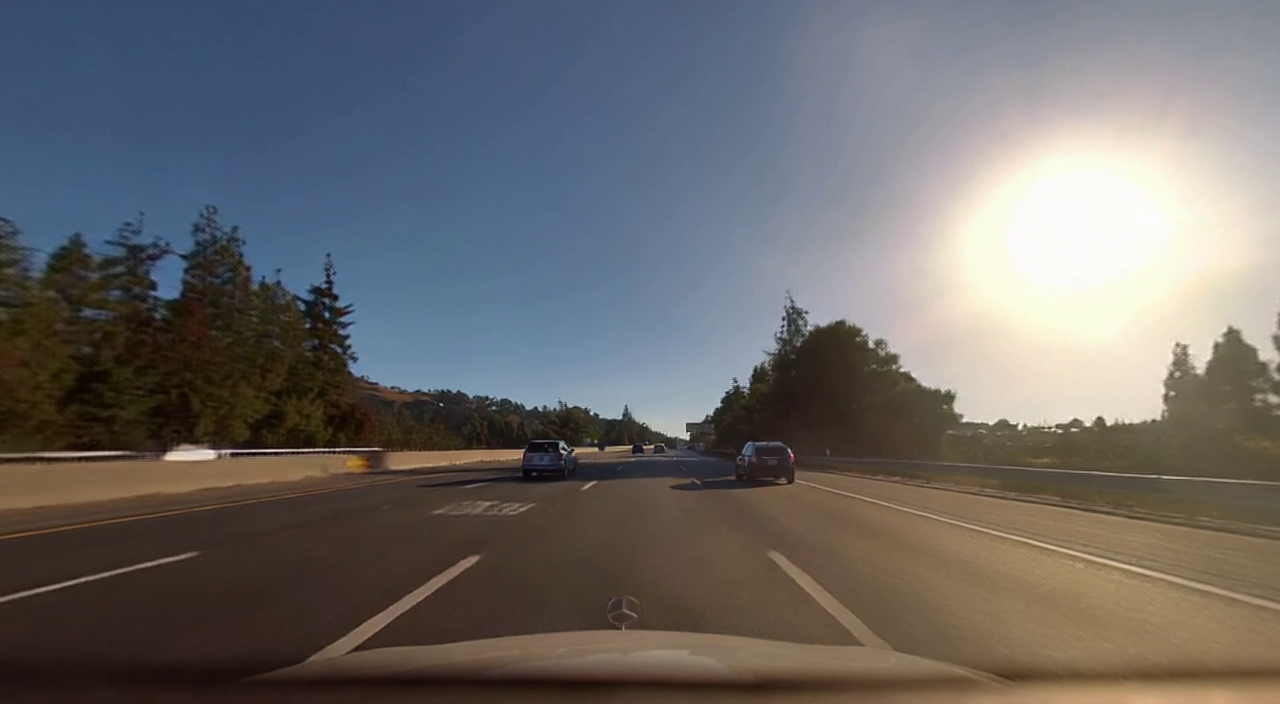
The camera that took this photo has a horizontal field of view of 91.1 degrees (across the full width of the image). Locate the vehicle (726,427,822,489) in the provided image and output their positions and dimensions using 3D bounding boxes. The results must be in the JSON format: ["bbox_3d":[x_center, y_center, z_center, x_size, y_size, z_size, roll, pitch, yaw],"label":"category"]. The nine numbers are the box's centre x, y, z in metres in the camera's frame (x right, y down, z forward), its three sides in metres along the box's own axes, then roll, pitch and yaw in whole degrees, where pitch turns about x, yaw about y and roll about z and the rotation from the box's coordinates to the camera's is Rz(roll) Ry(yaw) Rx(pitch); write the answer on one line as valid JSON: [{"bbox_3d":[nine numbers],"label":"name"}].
[{"bbox_3d":[4.191,3.397,20.448,2.149,1.796,4.487,0,-8,0],"label":"vehicle"}]

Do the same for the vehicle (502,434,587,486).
[{"bbox_3d":[-3.174,3.695,21.818,2.166,1.608,4.297,0,-8,2],"label":"vehicle"}]

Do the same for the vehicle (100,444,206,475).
[{"bbox_3d":[-25.034,5.508,32.506,1.801,1.472,4.519,0,-8,2],"label":"vehicle"}]
